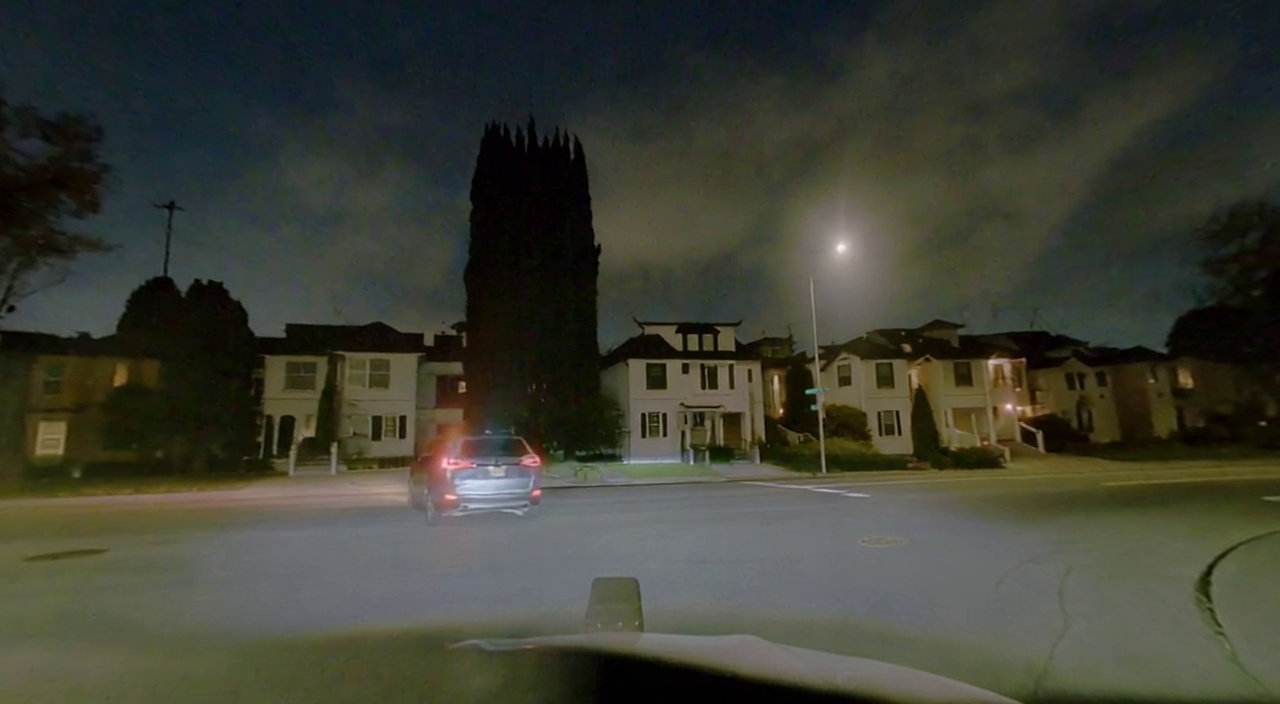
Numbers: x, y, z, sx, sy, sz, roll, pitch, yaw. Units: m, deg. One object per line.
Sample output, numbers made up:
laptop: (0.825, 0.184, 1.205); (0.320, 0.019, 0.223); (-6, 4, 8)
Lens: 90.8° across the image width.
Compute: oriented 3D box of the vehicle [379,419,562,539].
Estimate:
vehicle: (-3.237, 2.170, 11.412); (2.145, 1.695, 4.210); (5, -10, -29)
